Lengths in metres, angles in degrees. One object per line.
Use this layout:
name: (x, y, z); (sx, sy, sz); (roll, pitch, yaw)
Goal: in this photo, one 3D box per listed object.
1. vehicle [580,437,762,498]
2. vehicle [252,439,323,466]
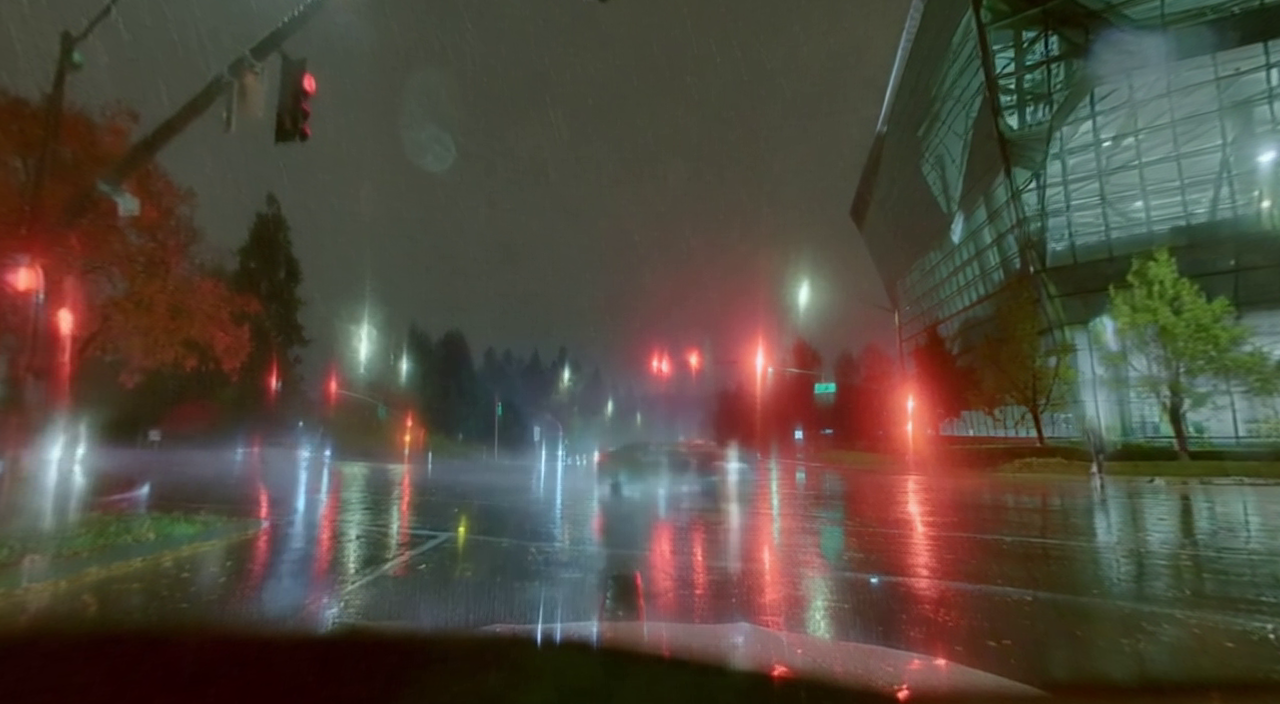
vehicle: (0.751, 3.142, 17.591); (4.798, 1.461, 1.939); (-7, -11, 37)
vehicle: (-20.986, 5.961, 37.532); (4.110, 1.511, 1.883); (-6, -10, 33)
